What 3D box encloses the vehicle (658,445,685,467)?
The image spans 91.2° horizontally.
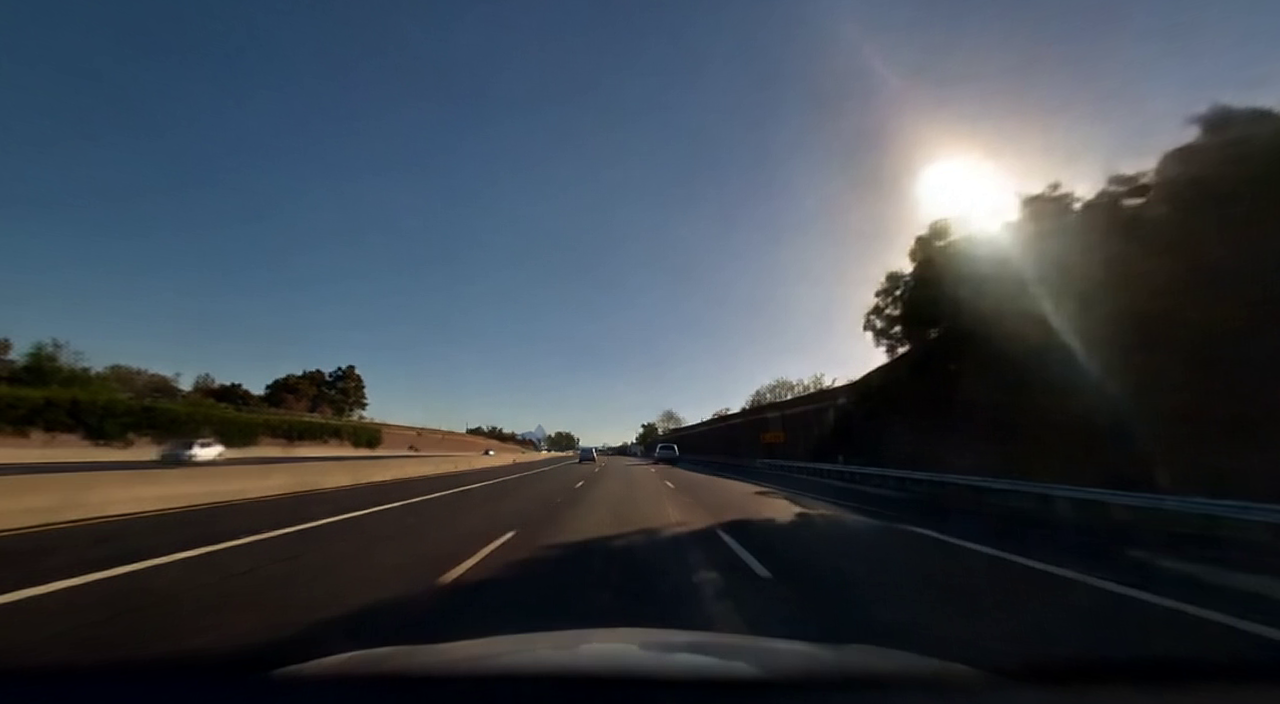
[{"bbox_3d":[2.356,7.898,47.812,1.895,1.555,4.030,0,-9,0],"label":"vehicle"}]

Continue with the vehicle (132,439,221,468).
[{"bbox_3d":[-24.530,5.380,33.328,1.733,1.452,4.029,0,-9,-2],"label":"vehicle"}]
